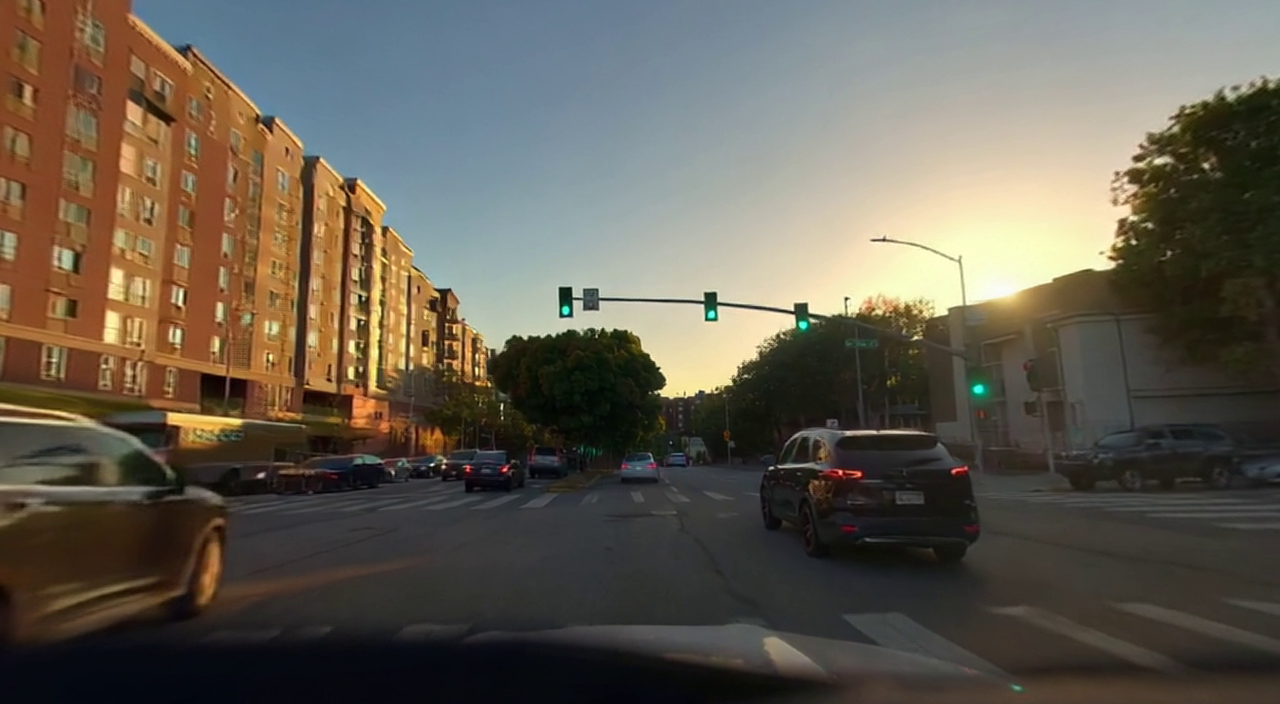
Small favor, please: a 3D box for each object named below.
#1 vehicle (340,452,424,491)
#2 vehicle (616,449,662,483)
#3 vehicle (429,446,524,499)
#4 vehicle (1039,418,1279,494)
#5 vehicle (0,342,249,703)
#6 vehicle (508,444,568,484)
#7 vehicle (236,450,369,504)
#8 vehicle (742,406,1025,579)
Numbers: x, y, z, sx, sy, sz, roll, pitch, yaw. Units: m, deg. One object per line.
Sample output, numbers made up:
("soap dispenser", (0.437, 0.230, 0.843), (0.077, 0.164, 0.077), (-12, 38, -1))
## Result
("vehicle", (-11.944, 5.513, 29.610), (2.183, 1.630, 4.221), (0, -9, -1))
("vehicle", (-0.062, 5.495, 30.660), (2.059, 1.492, 4.033), (0, -9, -1))
("vehicle", (-5.582, 4.171, 22.196), (2.062, 1.532, 4.830), (-3, -9, 0))
("vehicle", (15.244, 2.975, 18.283), (5.888, 1.985, 2.357), (0, -9, -6))
("vehicle", (-4.111, 1.044, 3.559), (2.031, 1.873, 4.581), (2, -9, -17))
("vehicle", (-5.030, 5.593, 31.904), (2.275, 1.816, 4.923), (0, -9, -1))
("vehicle", (-11.796, 4.357, 22.586), (2.001, 1.638, 4.980), (-1, -9, 0))
("vehicle", (3.054, 1.888, 9.334), (2.129, 1.844, 4.767), (0, -9, -2))
